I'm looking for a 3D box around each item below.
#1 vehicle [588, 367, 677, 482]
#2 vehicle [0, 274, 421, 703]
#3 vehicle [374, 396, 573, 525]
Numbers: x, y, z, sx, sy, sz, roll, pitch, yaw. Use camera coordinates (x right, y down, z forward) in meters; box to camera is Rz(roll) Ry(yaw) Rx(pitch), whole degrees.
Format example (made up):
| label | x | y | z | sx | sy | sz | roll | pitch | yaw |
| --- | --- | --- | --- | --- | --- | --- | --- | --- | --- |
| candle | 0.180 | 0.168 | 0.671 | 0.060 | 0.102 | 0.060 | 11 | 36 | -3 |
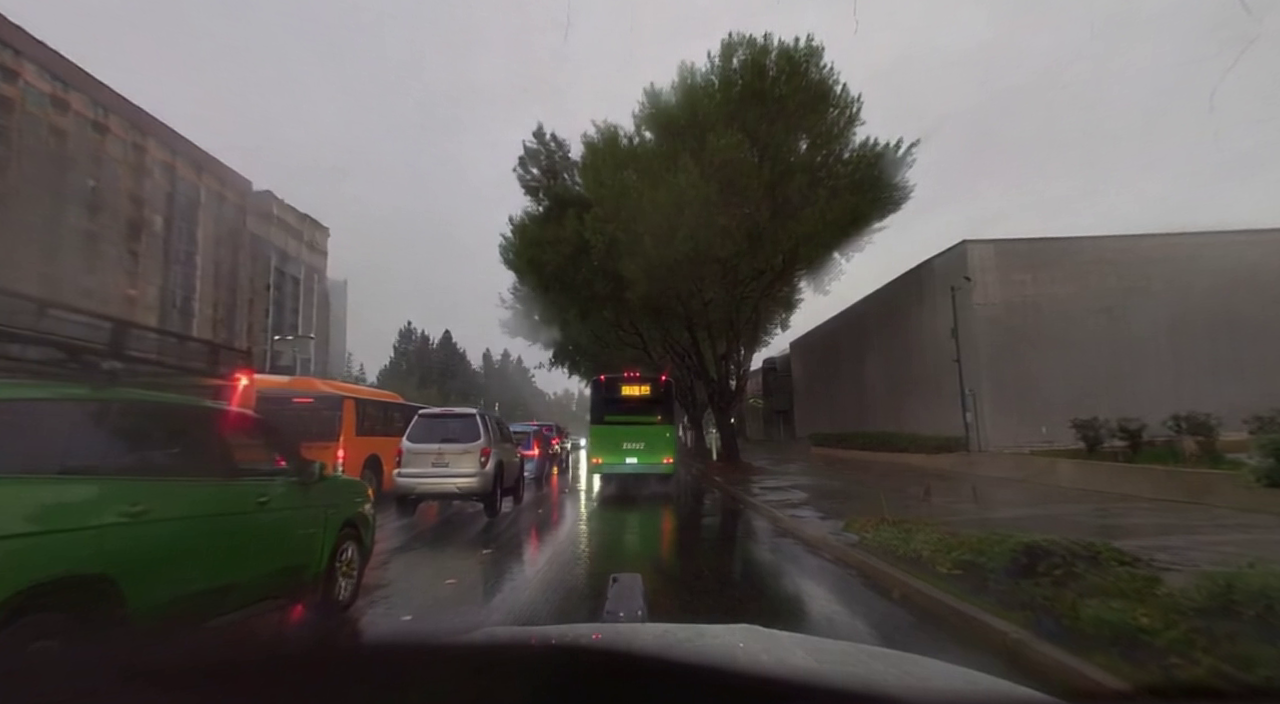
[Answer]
| label | x | y | z | sx | sy | sz | roll | pitch | yaw |
| --- | --- | --- | --- | --- | --- | --- | --- | --- | --- |
| vehicle | -0.249 | 3.339 | 27.461 | 2.970 | 3.857 | 12.200 | 0 | -9 | 0 |
| vehicle | -3.398 | 0.939 | 4.096 | 2.095 | 1.892 | 5.043 | 0 | -9 | 0 |
| vehicle | -3.083 | 2.239 | 13.501 | 2.546 | 2.125 | 5.869 | 0 | -9 | 1 |
